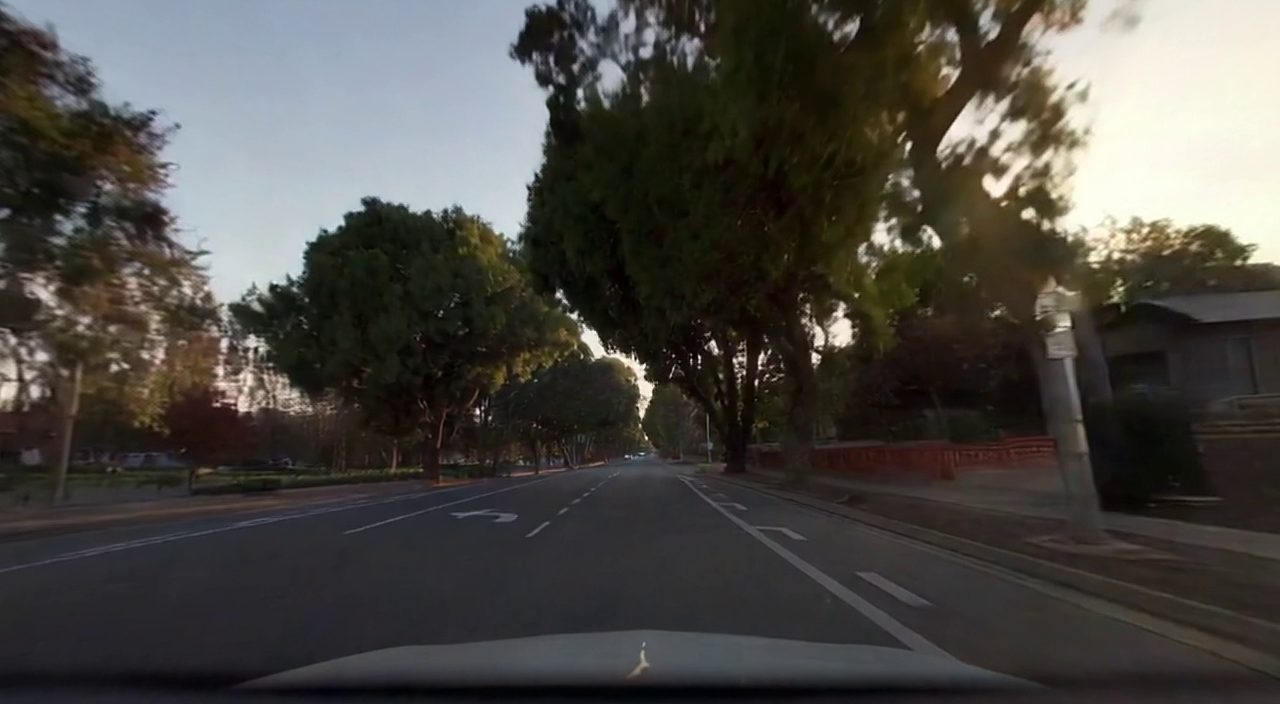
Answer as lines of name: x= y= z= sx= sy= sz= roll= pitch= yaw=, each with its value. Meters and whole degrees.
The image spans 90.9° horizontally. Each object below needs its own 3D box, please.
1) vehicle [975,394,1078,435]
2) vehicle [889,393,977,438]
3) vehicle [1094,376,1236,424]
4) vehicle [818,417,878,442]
vehicle: x=19.034 y=3.197 z=31.391 sx=1.896 sy=1.622 sz=5.024 roll=-3 pitch=-10 yaw=0
vehicle: x=12.433 y=2.811 z=27.058 sx=1.732 sy=1.413 sz=4.483 roll=-4 pitch=-11 yaw=2
vehicle: x=18.985 y=1.826 z=23.038 sx=1.673 sy=1.449 sz=3.879 roll=0 pitch=-8 yaw=-3
vehicle: x=12.435 y=4.722 z=38.001 sx=1.841 sy=1.441 sz=4.544 roll=0 pitch=-8 yaw=-4
